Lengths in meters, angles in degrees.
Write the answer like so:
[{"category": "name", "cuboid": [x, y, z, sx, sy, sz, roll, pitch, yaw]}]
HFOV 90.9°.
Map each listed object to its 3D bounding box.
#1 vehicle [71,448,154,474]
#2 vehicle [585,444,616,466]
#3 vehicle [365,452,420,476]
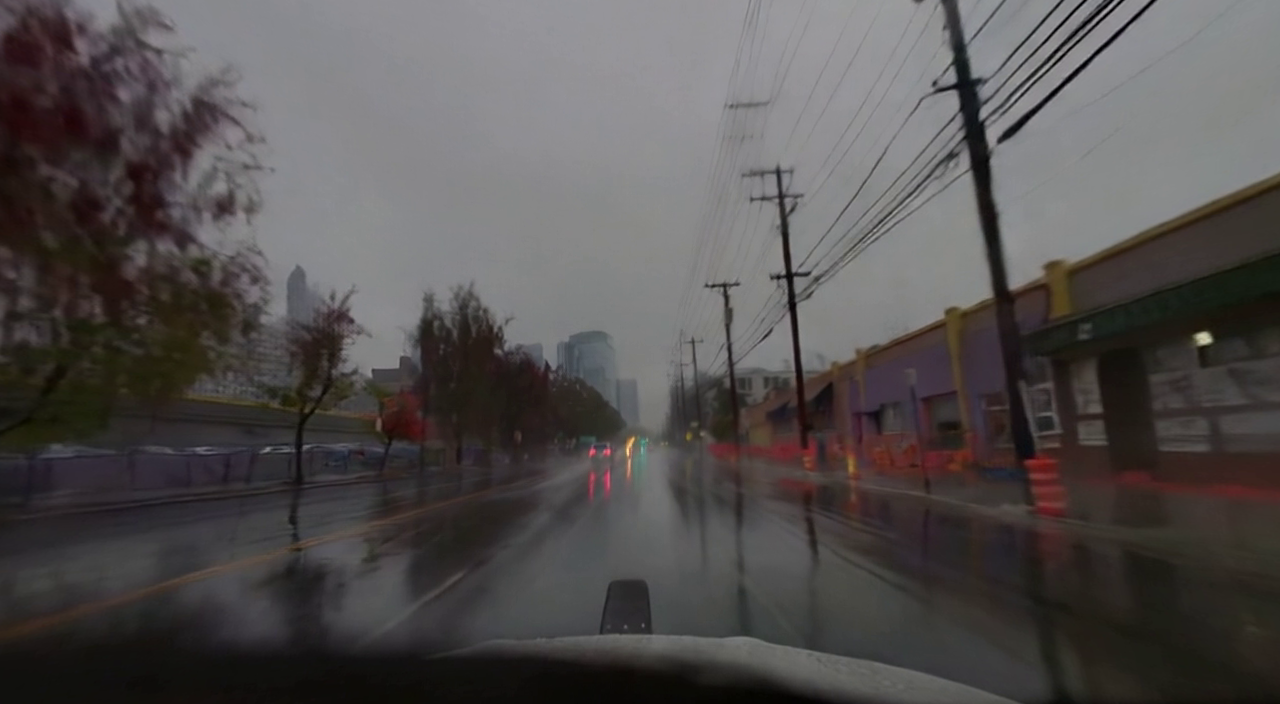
[{"category": "vehicle", "cuboid": [-39.919, 8.264, 47.809, 4.290, 1.788, 2.165, 0, -8, -1]}, {"category": "vehicle", "cuboid": [-2.983, 7.887, 48.630, 2.036, 1.589, 4.549, -1, -8, 2]}, {"category": "vehicle", "cuboid": [-17.056, 7.734, 43.655, 1.995, 1.460, 4.802, -1, -8, -2]}]
